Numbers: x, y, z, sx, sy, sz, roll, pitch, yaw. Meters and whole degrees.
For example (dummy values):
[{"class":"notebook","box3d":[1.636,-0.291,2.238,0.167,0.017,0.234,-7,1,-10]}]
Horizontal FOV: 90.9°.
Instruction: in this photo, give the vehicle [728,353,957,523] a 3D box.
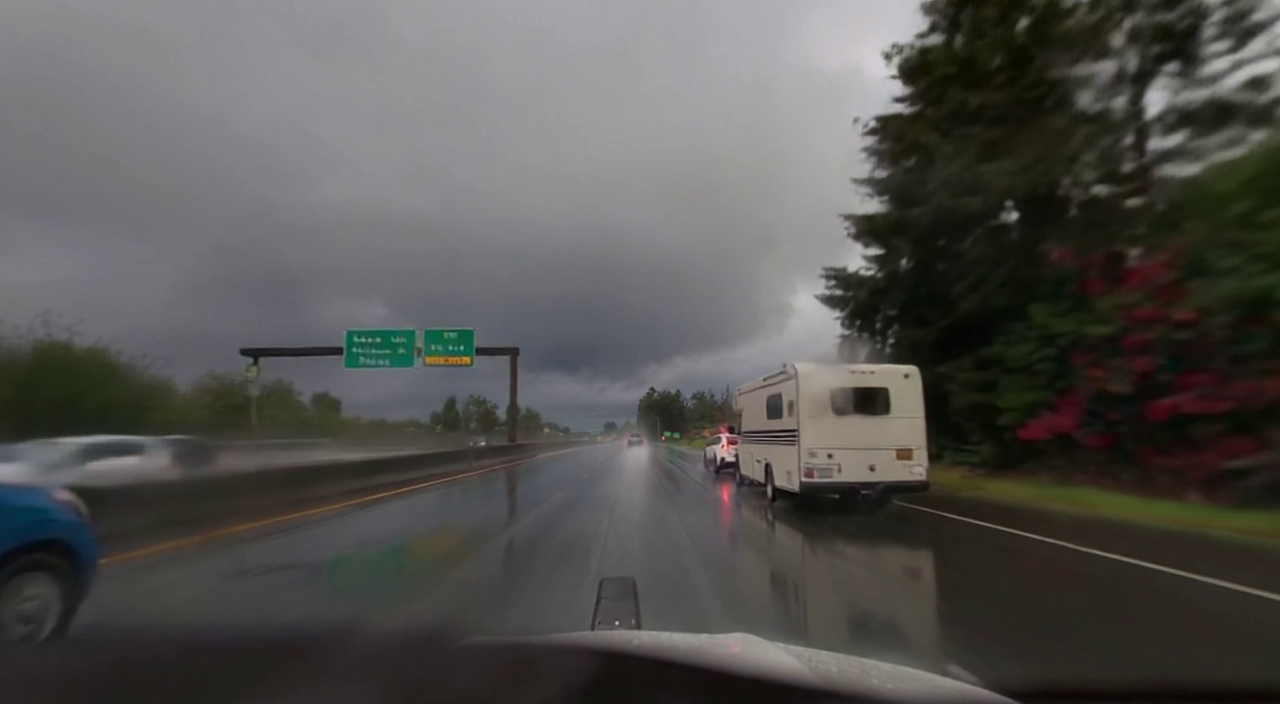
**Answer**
[{"class":"vehicle","box3d":[3.585,1.703,12.737,2.590,2.680,5.445,0,-8,-2]}]

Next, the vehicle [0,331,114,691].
[{"class":"vehicle","box3d":[-4.093,0.551,1.390,2.061,1.732,4.457,0,-8,-2]}]
